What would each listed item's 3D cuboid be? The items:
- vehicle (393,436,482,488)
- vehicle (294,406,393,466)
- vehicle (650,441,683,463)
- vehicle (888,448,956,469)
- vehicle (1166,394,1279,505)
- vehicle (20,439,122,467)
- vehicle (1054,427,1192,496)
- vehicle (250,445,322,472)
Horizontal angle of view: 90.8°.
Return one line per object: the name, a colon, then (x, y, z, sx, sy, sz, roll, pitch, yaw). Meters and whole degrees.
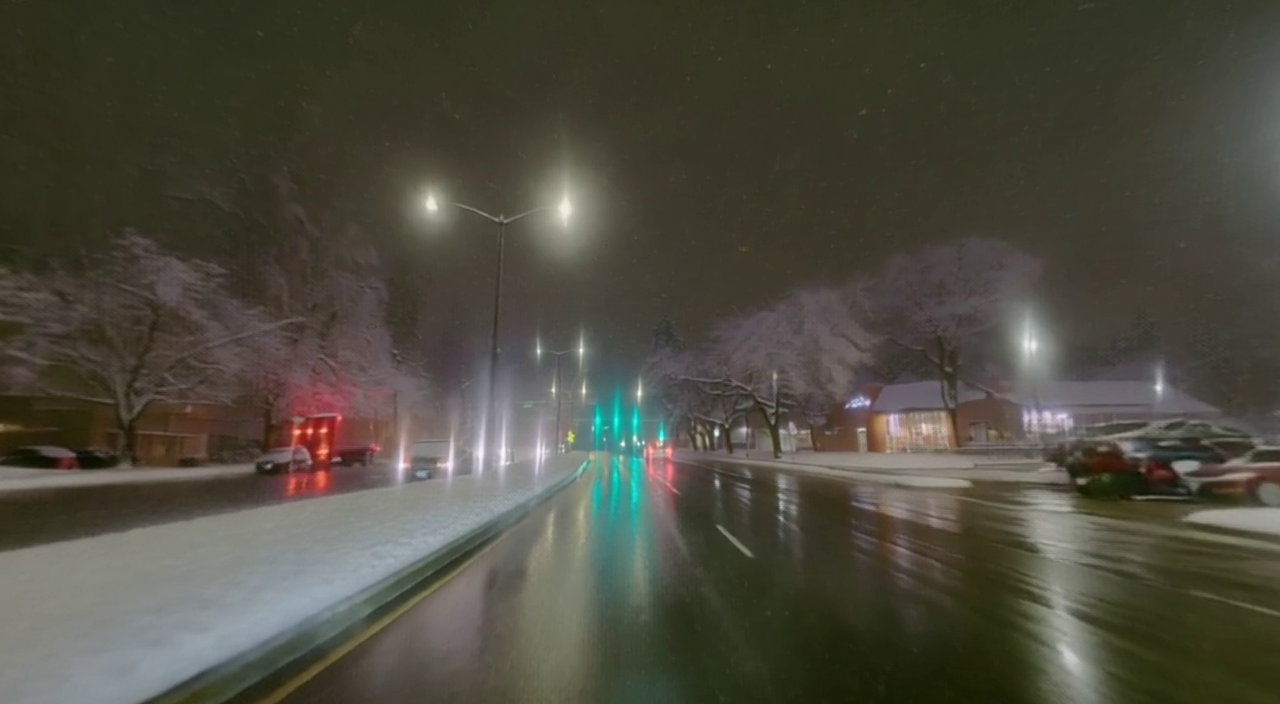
vehicle: (-7.194, 3.921, 23.065, 2.180, 1.556, 5.130, 2, -7, -8)
vehicle: (-21.278, 6.183, 46.140, 3.154, 3.917, 9.345, 0, -9, -4)
vehicle: (1.839, 7.191, 45.353, 1.913, 1.473, 4.360, 0, -9, -4)
vehicle: (20.450, 7.684, 45.788, 4.458, 1.465, 1.875, 3, -9, -22)
vehicle: (17.036, 2.730, 17.818, 5.908, 2.641, 2.303, 7, -12, -42)
vehicle: (-31.100, 5.540, 34.597, 3.768, 1.443, 1.800, 0, -8, -2)
vehicle: (15.870, 3.505, 20.661, 5.161, 1.927, 2.464, 7, -11, -41)
vehicle: (-20.955, 6.294, 37.624, 2.068, 1.408, 4.399, -2, -8, -4)
